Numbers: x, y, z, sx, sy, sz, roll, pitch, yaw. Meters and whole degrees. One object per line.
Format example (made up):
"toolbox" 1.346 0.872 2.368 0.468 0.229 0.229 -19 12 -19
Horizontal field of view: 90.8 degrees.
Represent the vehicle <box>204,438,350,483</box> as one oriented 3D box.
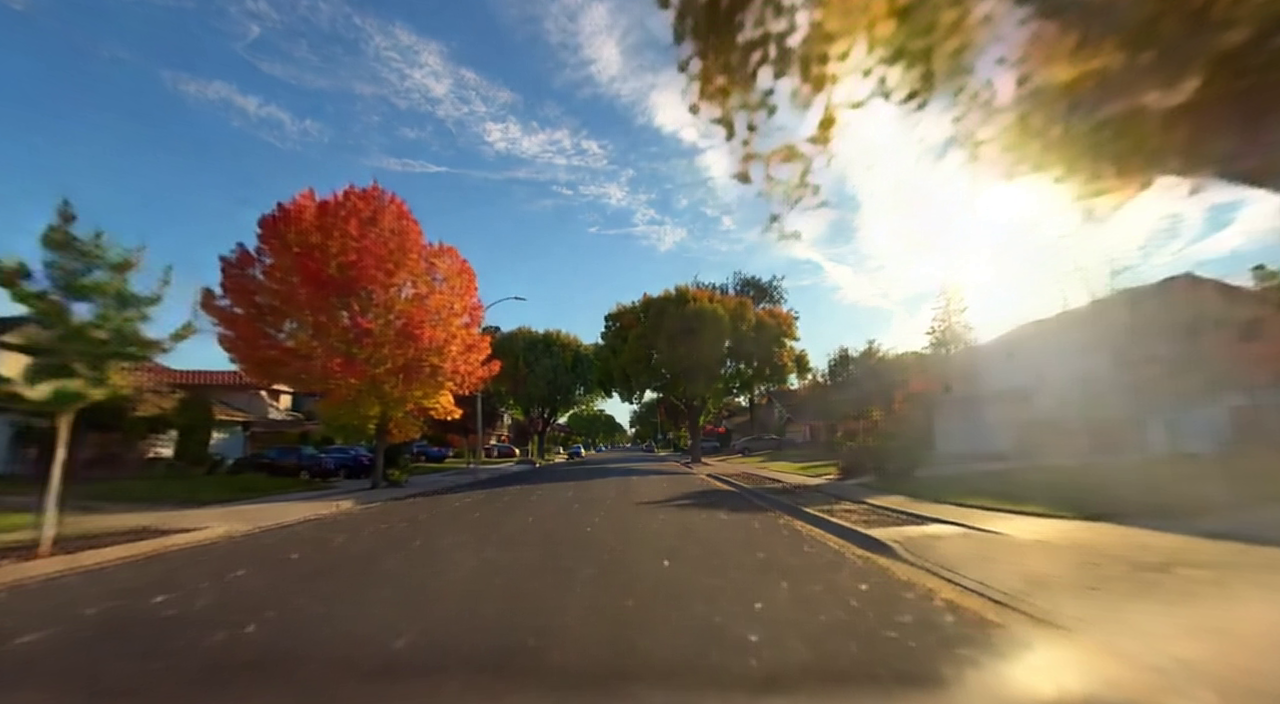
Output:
"vehicle" -15.188 4.549 26.676 4.830 1.725 2.116 0 -8 2
